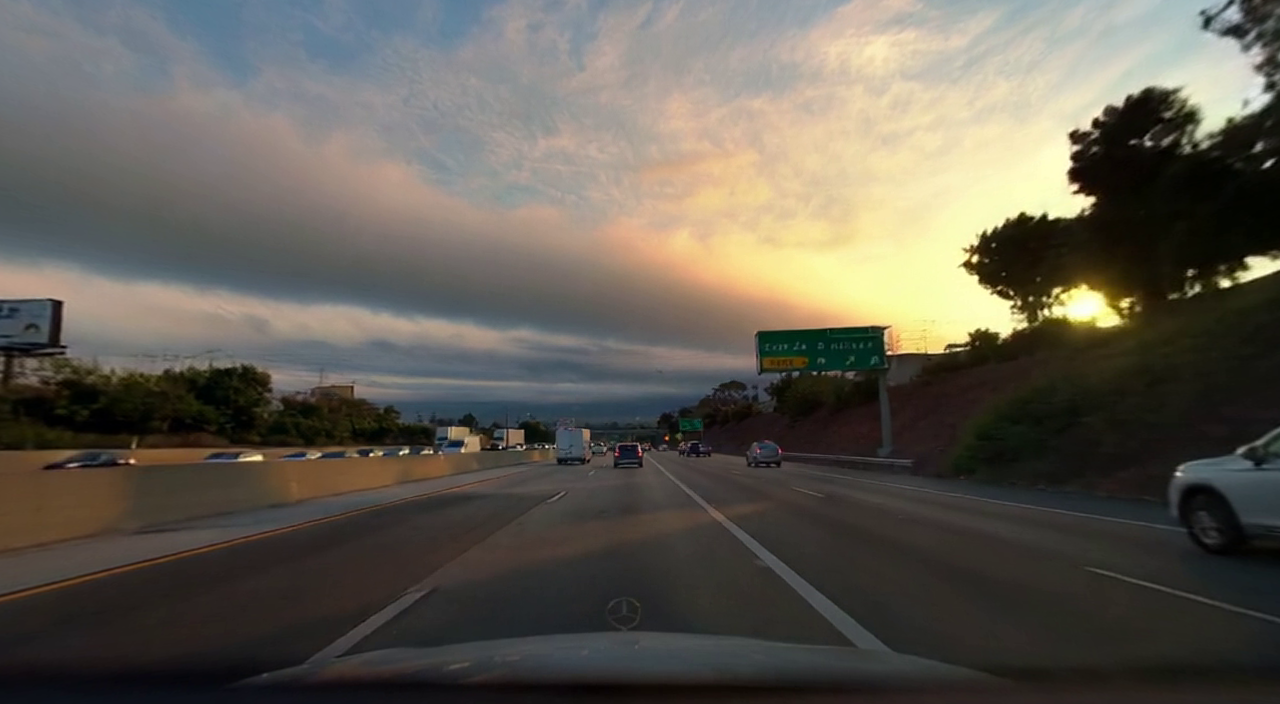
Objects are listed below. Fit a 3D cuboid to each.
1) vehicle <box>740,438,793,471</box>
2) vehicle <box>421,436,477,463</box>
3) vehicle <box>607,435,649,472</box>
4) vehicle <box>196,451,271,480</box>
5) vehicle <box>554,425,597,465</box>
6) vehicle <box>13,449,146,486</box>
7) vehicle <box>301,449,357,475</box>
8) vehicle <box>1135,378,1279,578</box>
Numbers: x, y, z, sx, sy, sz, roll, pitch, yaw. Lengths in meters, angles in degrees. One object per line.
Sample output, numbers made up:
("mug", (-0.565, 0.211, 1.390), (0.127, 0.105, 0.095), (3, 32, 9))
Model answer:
("vehicle", (6.903, 5.651, 35.039), (1.944, 1.666, 4.184), (0, -9, -2))
("vehicle", (-14.111, 7.251, 47.020), (2.361, 1.835, 5.770), (0, -9, 0))
("vehicle", (-0.581, 5.189, 32.479), (2.002, 1.759, 4.658), (0, -9, 0))
("vehicle", (-21.281, 5.923, 33.188), (1.691, 1.389, 3.359), (0, -9, 0))
("vehicle", (-4.448, 6.543, 44.547), (2.398, 2.593, 5.808), (0, -9, 0))
("vehicle", (-25.357, 5.201, 28.845), (1.915, 1.502, 4.535), (0, -9, -1))
("vehicle", (-17.667, 6.232, 36.015), (1.469, 1.355, 3.317), (0, -9, -1))
("vehicle", (7.368, 1.136, 5.515), (2.077, 1.955, 4.817), (0, -9, -1))
